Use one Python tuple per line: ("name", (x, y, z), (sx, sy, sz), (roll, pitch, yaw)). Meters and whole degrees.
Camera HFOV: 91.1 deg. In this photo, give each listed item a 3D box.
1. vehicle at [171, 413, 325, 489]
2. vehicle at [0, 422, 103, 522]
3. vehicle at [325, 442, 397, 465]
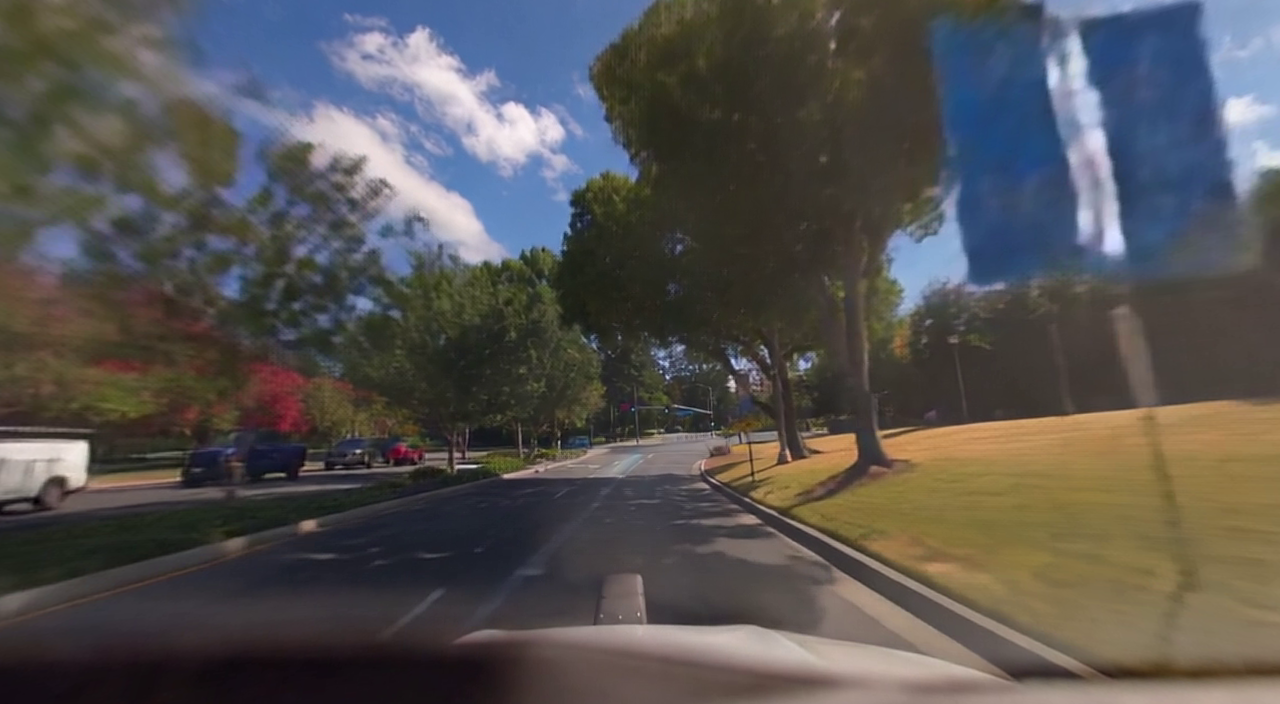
("vehicle", (-18.443, 4.674, 30.257), (2.739, 3.171, 7.030), (-1, -8, 1))
("vehicle", (-18.105, 3.195, 16.645), (2.327, 2.595, 6.045), (-1, -9, 0))
("vehicle", (-19.312, 7.016, 43.554), (4.187, 1.510, 1.857), (6, -11, -39))
